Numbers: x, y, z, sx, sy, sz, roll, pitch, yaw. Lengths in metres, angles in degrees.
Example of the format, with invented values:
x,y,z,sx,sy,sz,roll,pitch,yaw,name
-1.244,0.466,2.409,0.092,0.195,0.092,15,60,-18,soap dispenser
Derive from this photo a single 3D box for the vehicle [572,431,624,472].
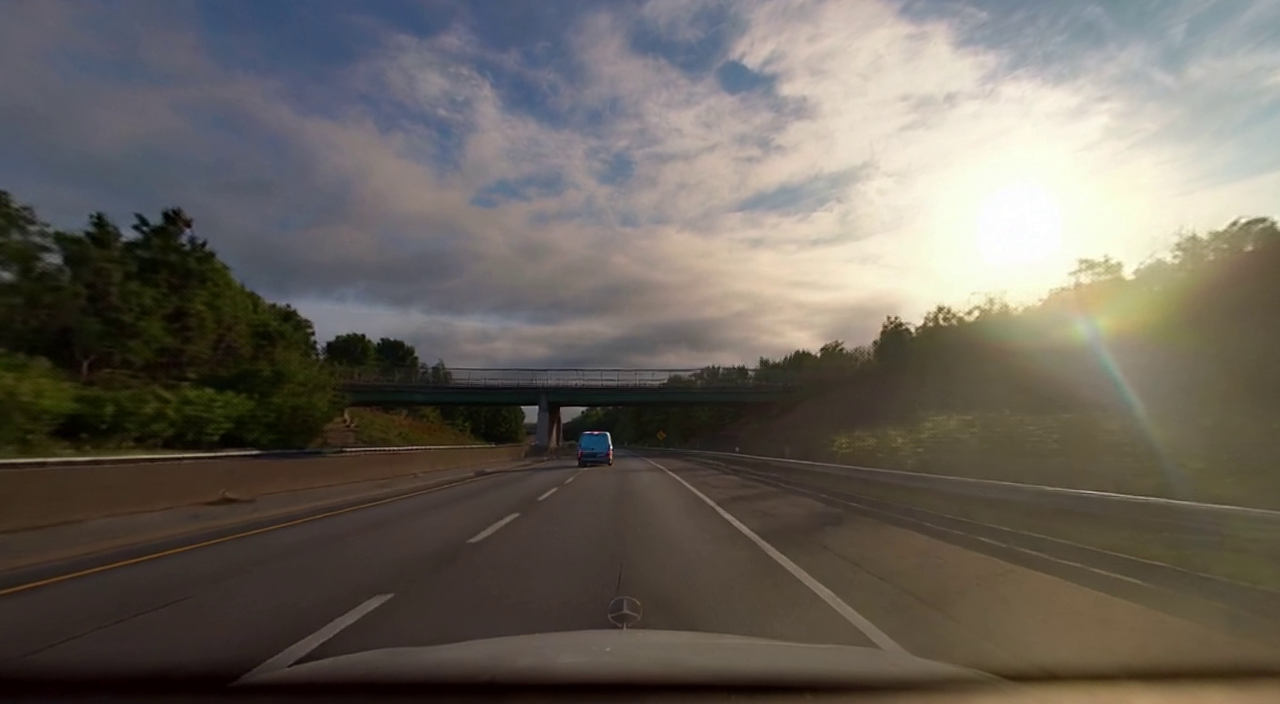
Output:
x,y,z,sx,sy,sz,roll,pitch,yaw,name
-2.046,5.101,32.459,2.372,1.891,5.061,0,-8,-1,vehicle
